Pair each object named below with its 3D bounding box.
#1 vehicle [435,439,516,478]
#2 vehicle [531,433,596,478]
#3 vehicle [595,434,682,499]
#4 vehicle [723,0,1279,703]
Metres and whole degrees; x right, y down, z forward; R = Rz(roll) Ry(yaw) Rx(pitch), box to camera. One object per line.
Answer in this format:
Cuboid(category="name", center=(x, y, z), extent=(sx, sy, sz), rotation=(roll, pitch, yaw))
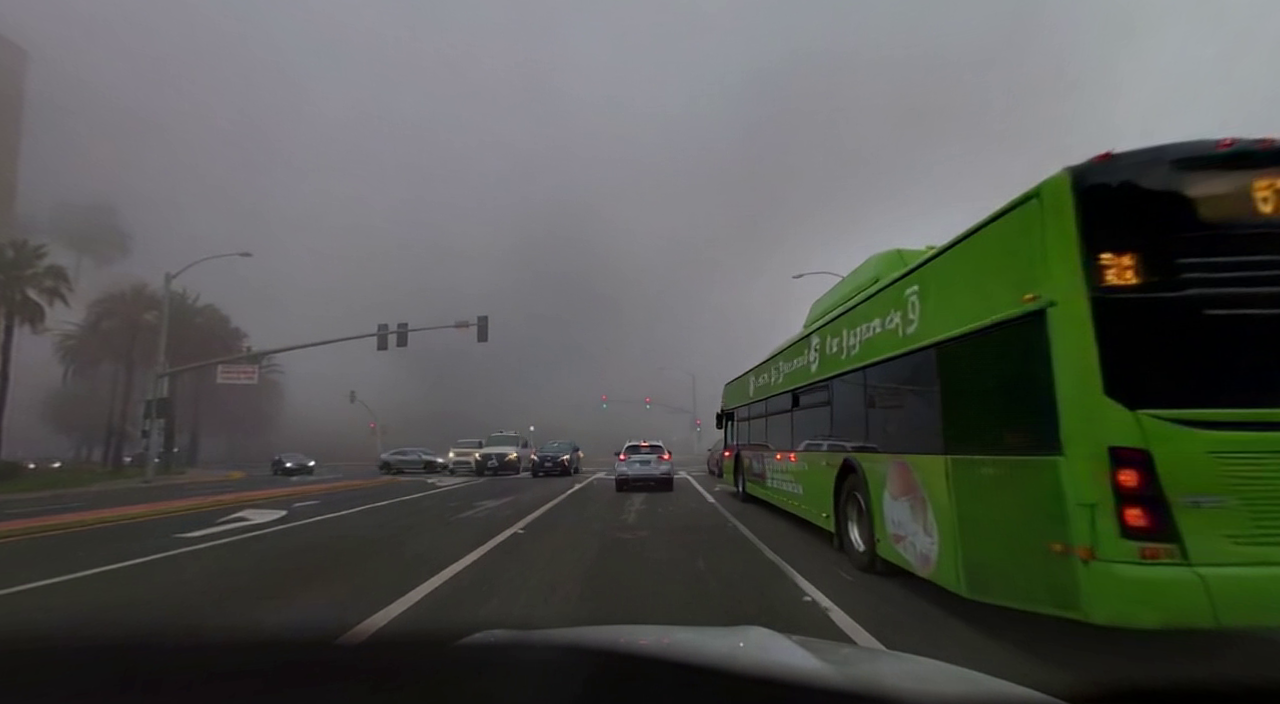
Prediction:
Cuboid(category="vehicle", center=(-6.791, 4.430, 26.629), extent=(1.927, 1.480, 4.832), rotation=(-1, -9, 2))
Cuboid(category="vehicle", center=(-3.138, 4.335, 26.741), extent=(2.020, 1.721, 4.366), rotation=(-1, -9, 2))
Cuboid(category="vehicle", center=(-0.018, 2.996, 16.854), extent=(2.060, 1.499, 3.831), rotation=(0, -9, 1))
Cuboid(category="vehicle", center=(3.588, 0.587, 9.519), extent=(2.970, 4.015, 13.606), rotation=(0, -9, 1))
